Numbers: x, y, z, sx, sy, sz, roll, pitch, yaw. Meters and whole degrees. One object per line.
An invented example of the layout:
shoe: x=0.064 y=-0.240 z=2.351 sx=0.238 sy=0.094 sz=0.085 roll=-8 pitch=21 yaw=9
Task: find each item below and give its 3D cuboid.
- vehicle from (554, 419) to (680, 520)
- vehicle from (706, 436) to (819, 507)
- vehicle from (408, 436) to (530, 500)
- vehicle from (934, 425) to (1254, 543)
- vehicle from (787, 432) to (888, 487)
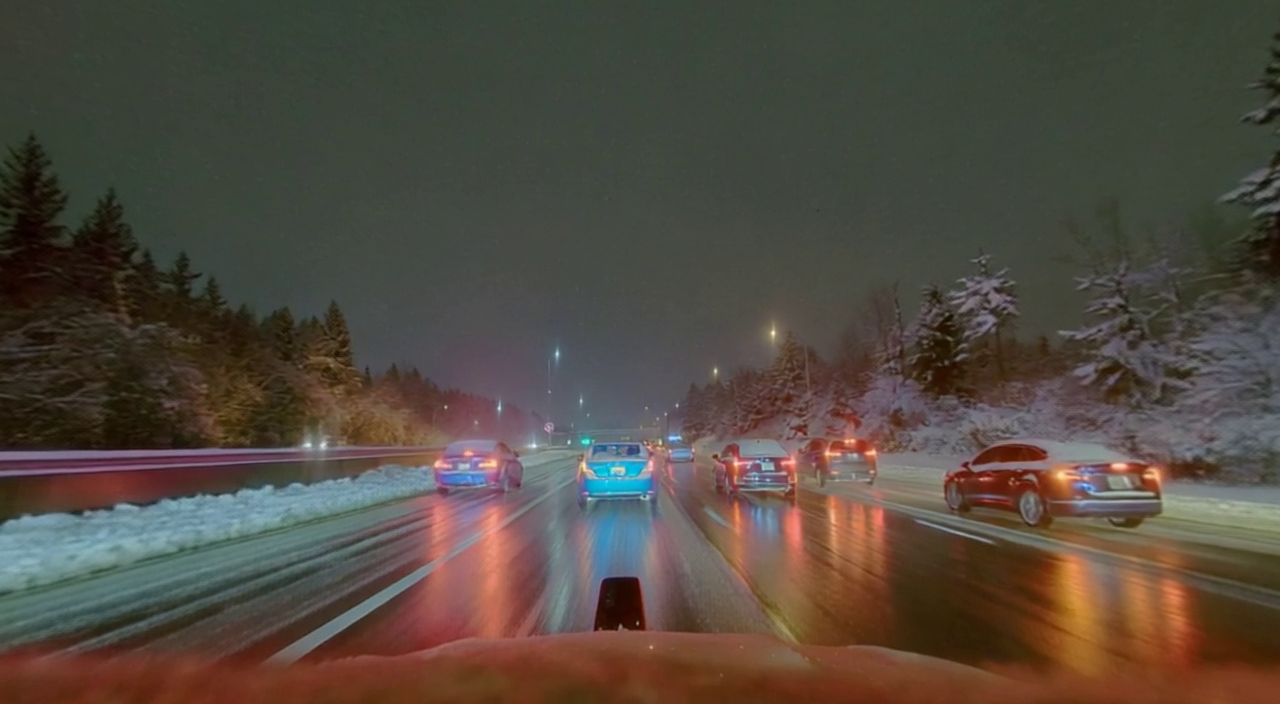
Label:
vehicle: x=-0.420 y=2.346 z=13.010 sx=2.181 sy=1.728 sz=3.970 roll=0 pitch=-9 yaw=-1
vehicle: x=2.912 y=2.947 z=15.973 sx=1.975 sy=1.532 sz=4.227 roll=1 pitch=-9 yaw=-1
vehicle: x=-4.605 y=3.205 z=17.815 sx=2.071 sy=1.537 sz=4.912 roll=0 pitch=-9 yaw=0
vehicle: x=7.547 y=2.234 z=11.304 sx=2.106 sy=1.641 sz=4.671 roll=1 pitch=-9 yaw=-2
vehicle: x=6.861 y=3.805 z=22.439 sx=2.022 sy=1.735 sz=4.400 roll=1 pitch=-9 yaw=-2
